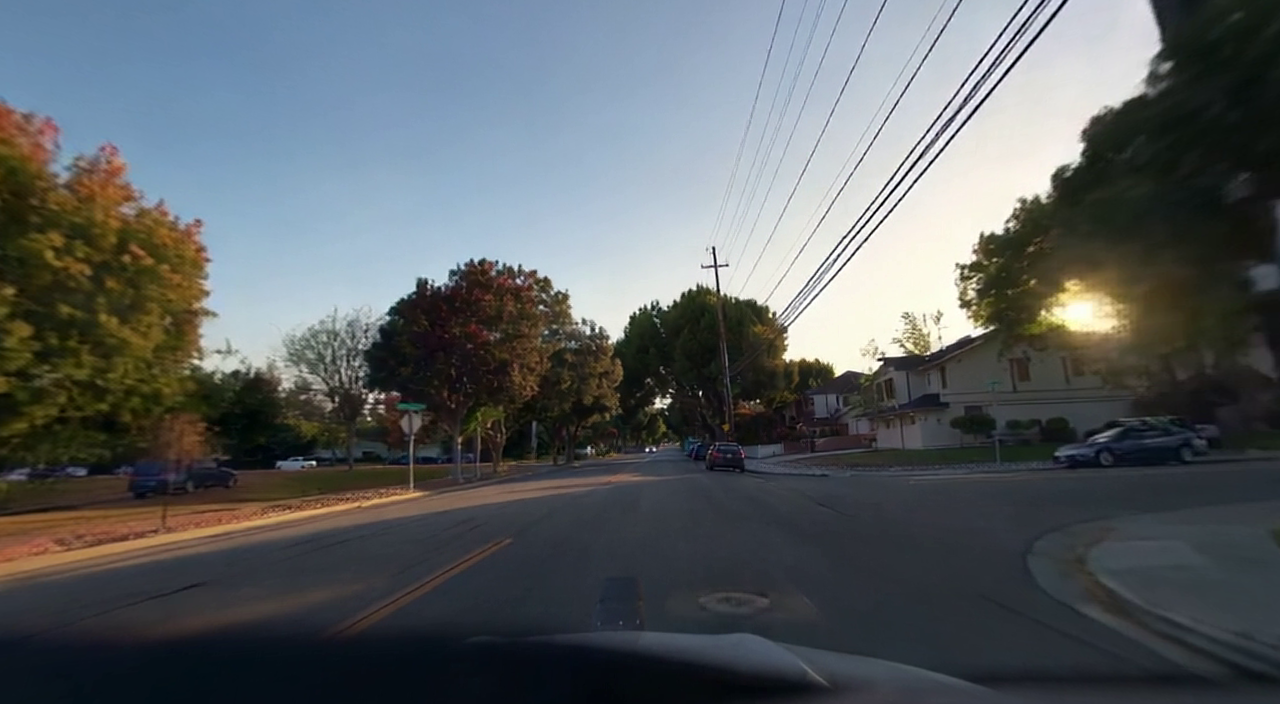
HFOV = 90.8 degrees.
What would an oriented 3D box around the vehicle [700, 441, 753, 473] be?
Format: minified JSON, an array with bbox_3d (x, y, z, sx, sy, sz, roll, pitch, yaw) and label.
[{"bbox_3d":[4.156,5.118,30.988,1.990,1.435,4.526,0,-8,0],"label":"vehicle"}]

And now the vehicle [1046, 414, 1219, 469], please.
[{"bbox_3d":[16.164,2.958,20.919,4.058,1.697,1.943,0,-8,0],"label":"vehicle"}]

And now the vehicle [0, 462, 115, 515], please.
[{"bbox_3d":[-18.421,3.985,18.556,4.212,1.392,1.902,4,-9,-28],"label":"vehicle"}]
